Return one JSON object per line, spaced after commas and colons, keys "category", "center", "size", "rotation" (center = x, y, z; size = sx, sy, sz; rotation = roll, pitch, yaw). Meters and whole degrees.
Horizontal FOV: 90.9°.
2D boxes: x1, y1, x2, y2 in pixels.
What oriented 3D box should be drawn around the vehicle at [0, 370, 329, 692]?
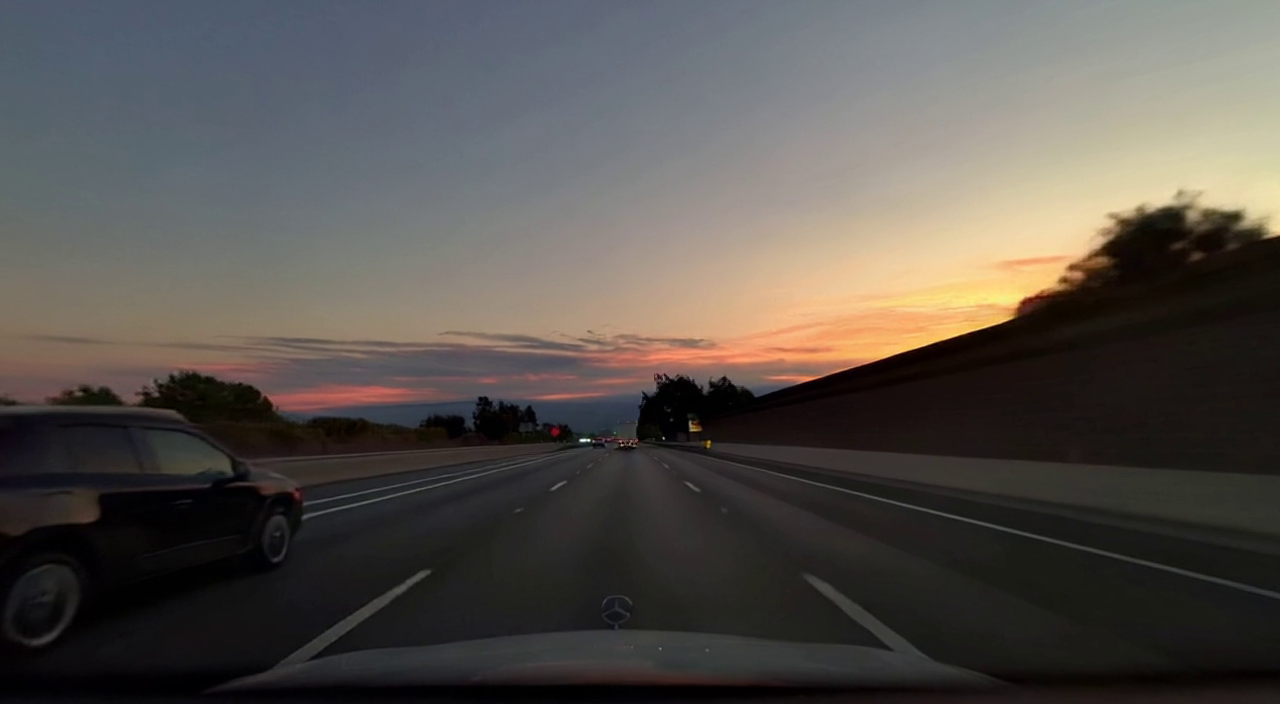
{"category": "vehicle", "center": [-4.397, 1.076, 4.384], "size": [2.123, 1.655, 4.688], "rotation": [0, -8, -1]}
